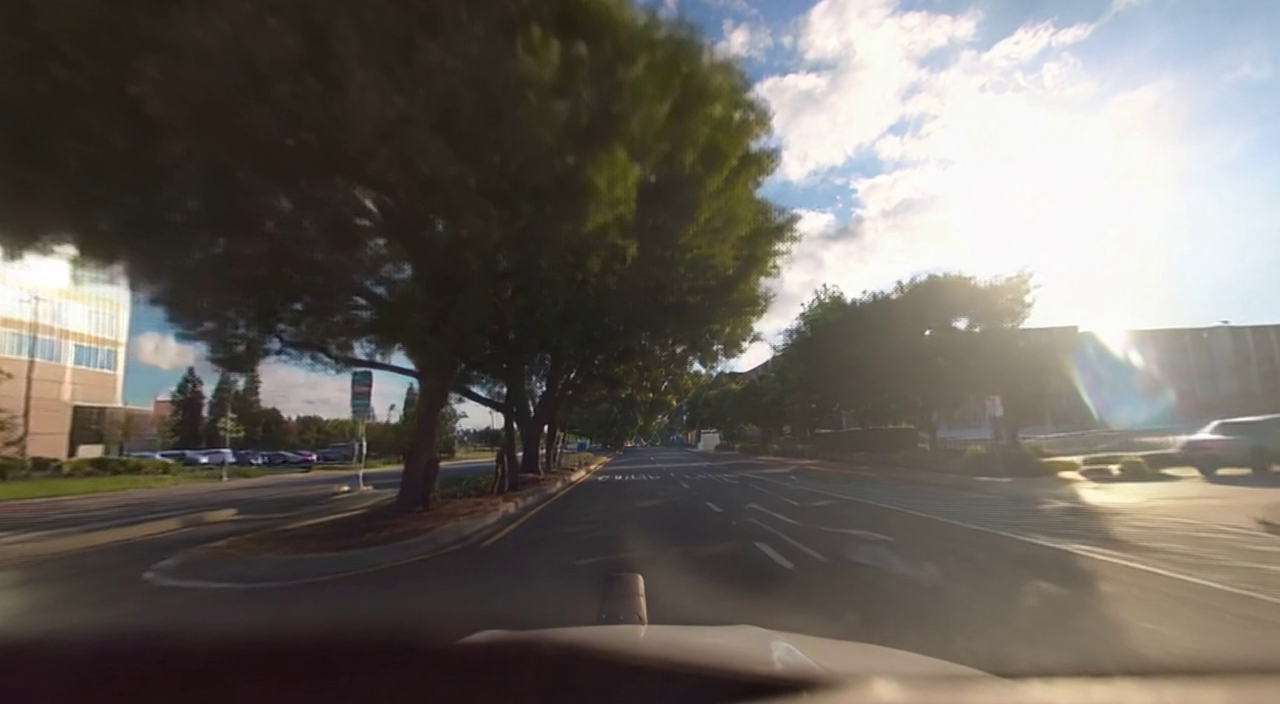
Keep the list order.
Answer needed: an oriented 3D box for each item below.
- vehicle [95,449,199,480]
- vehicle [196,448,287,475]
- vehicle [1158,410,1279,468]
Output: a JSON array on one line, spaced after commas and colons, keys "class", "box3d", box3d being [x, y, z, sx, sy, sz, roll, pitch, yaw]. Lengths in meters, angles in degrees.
[{"class": "vehicle", "box3d": [-32.319, 7.316, 41.502, 2.122, 1.886, 4.993, -10, -13, 44]}, {"class": "vehicle", "box3d": [-26.615, 7.330, 42.318, 4.673, 1.717, 2.044, 0, -9, 1]}, {"class": "vehicle", "box3d": [20.025, 2.823, 20.383, 4.656, 1.752, 2.309, 1, -9, -4]}]
